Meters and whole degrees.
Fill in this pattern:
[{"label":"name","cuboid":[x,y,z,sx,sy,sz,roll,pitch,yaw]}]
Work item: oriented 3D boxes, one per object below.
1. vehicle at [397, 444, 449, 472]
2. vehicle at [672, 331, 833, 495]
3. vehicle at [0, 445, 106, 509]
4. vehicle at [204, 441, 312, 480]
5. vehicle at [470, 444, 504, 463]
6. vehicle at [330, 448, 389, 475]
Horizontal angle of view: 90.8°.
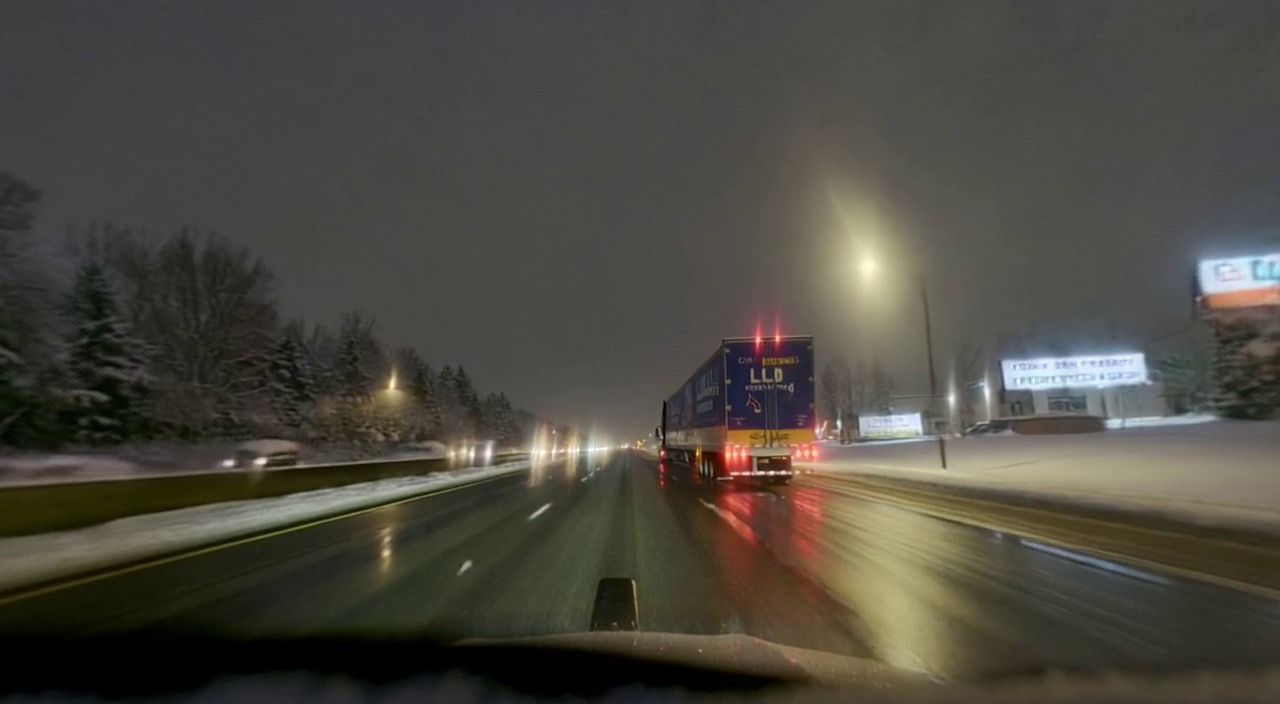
[{"label":"vehicle","cuboid":[-11.614,5.664,33.950,1.620,1.372,3.339,0,-9,-1]},{"label":"vehicle","cuboid":[3.412,2.880,25.465,2.891,4.387,17.121,0,-9,-2]},{"label":"vehicle","cuboid":[-14.881,2.897,14.850,1.625,1.396,3.459,0,-9,-1]},{"label":"vehicle","cuboid":[-18.954,5.399,31.721,2.122,1.775,5.330,0,-9,-1]},{"label":"vehicle","cuboid":[-11.941,7.951,49.592,1.757,1.451,3.658,0,-9,0]},{"label":"vehicle","cuboid":[-15.267,5.937,34.502,1.681,1.381,3.370,0,-9,0]}]
